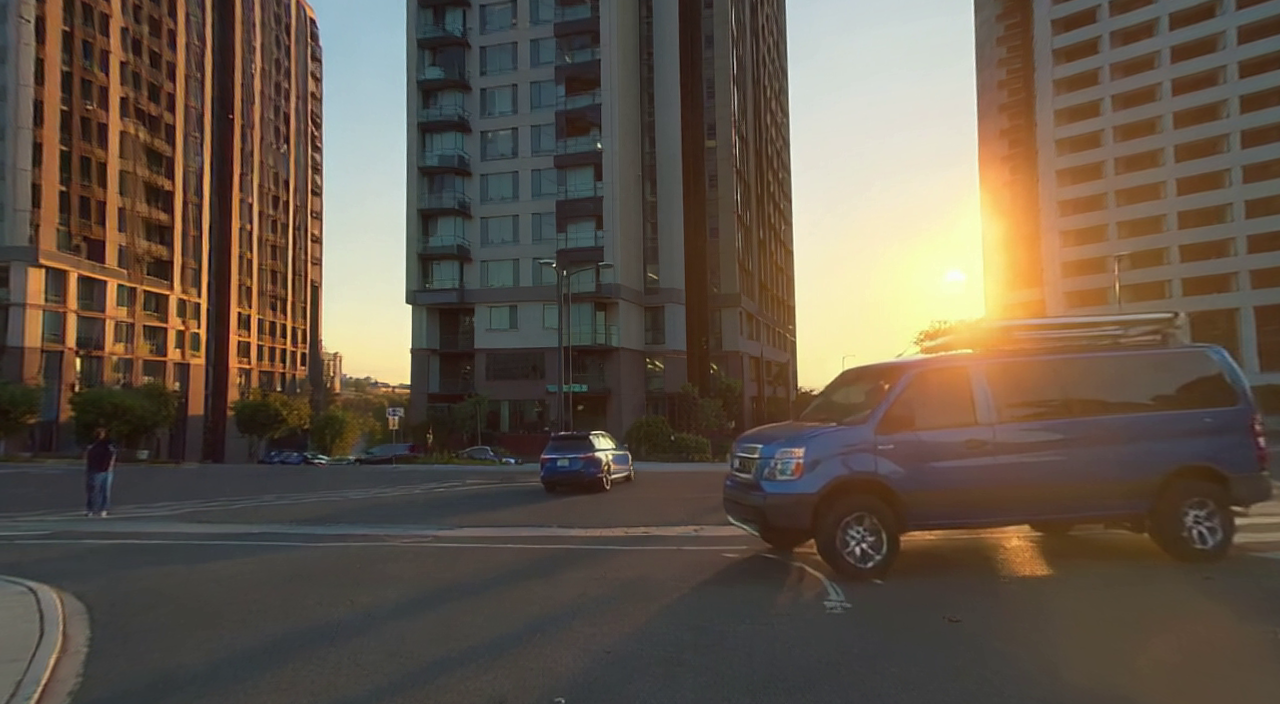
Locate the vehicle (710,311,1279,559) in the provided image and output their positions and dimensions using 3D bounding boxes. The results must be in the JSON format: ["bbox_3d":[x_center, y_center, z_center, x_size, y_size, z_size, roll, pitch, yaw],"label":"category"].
[{"bbox_3d":[4.532,1.092,8.361,6.932,2.753,2.446,0,-8,2],"label":"vehicle"}]

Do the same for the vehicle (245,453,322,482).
[{"bbox_3d":[-19.432,6.293,34.510,3.467,1.456,1.649,4,-9,-24],"label":"vehicle"}]

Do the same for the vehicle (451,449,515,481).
[{"bbox_3d":[-7.892,5.707,32.182,2.164,1.494,4.235,0,-8,0],"label":"vehicle"}]

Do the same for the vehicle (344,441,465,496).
[{"bbox_3d":[-8.162,4.074,22.438,2.395,1.719,4.549,0,-8,2],"label":"vehicle"}]

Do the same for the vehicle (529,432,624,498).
[{"bbox_3d":[-1.748,3.324,18.879,2.144,1.733,4.115,-1,-8,4],"label":"vehicle"}]
